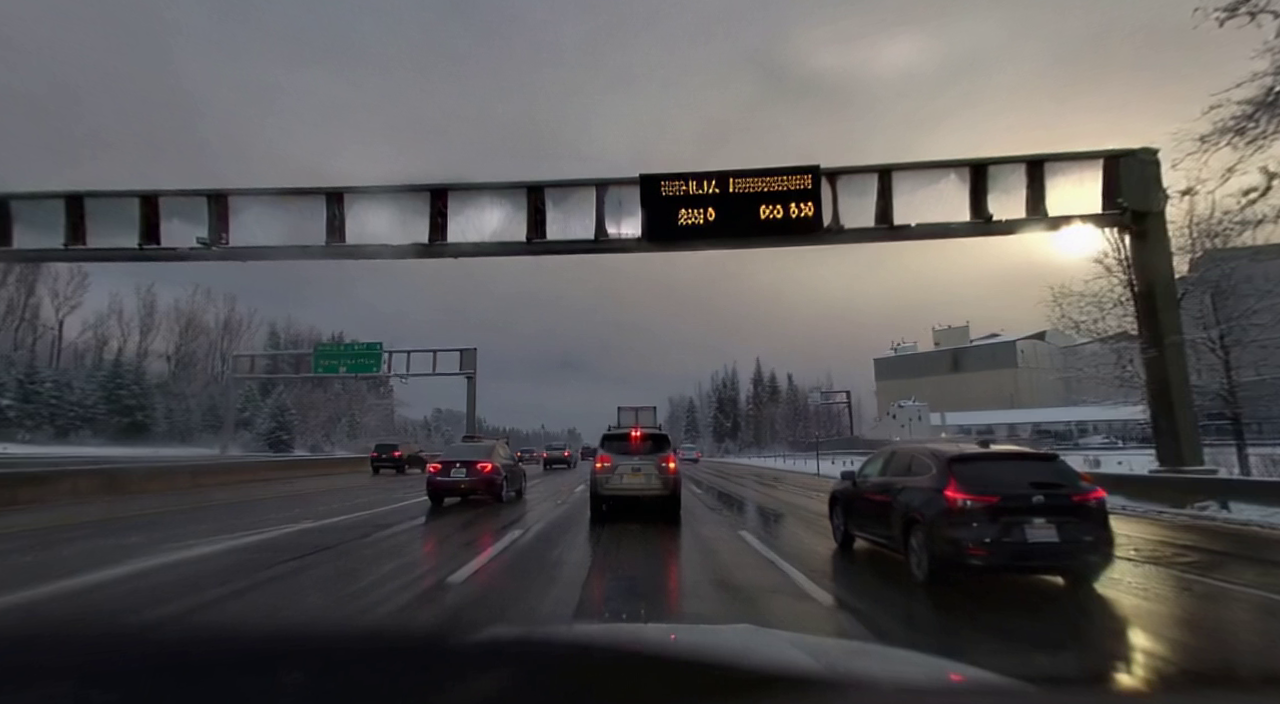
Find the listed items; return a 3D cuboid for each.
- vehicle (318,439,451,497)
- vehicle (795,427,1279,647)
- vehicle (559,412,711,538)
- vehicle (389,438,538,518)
[{"bbox_3d":[-7.429,3.410,18.928,2.026,1.507,4.536,0,-9,1],"label":"vehicle"},{"bbox_3d":[3.273,1.596,6.599,2.018,1.470,4.491,0,-9,-2],"label":"vehicle"},{"bbox_3d":[-0.080,2.052,11.013,2.152,1.779,3.924,0,-9,0],"label":"vehicle"},{"bbox_3d":[-3.592,2.642,13.754,2.005,1.458,4.143,0,-9,1],"label":"vehicle"}]
